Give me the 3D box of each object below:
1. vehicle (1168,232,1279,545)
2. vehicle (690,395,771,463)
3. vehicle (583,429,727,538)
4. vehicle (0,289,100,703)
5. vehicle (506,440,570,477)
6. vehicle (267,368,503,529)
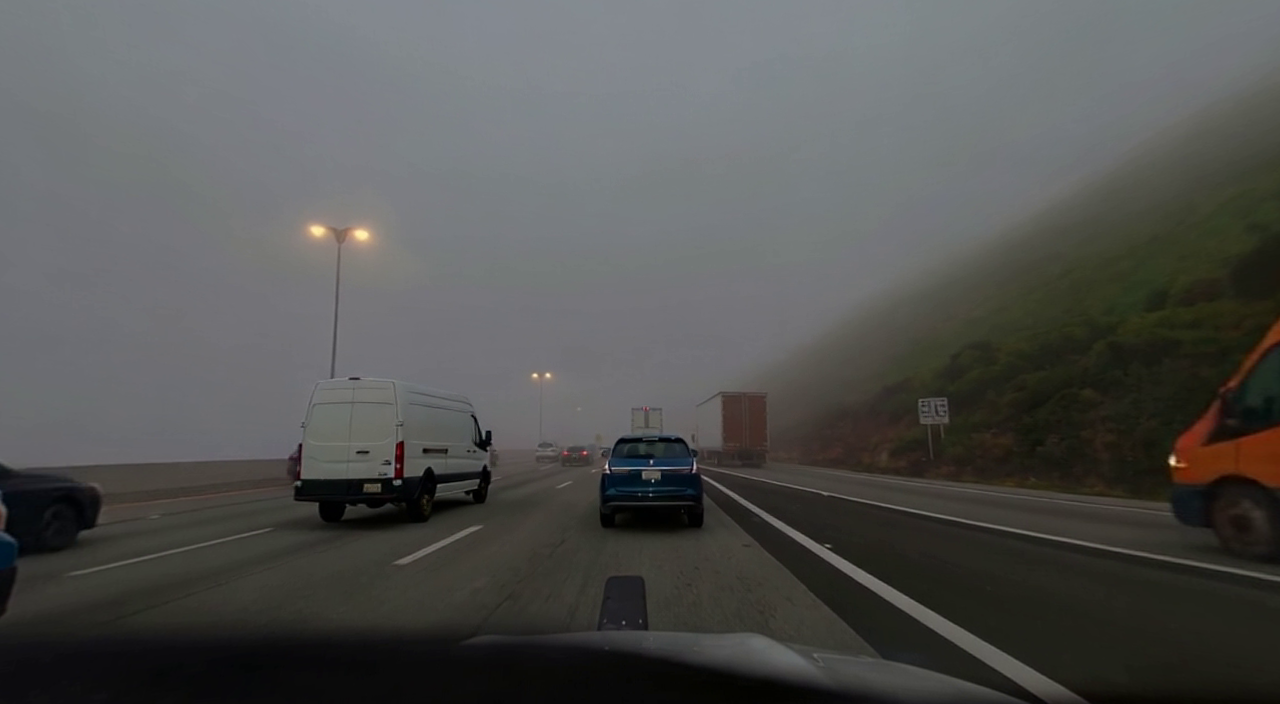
[{"bbox_3d":[11.132,-0.106,4.299,2.977,3.878,11.111,3,-9,-23],"label":"vehicle"},{"bbox_3d":[6.334,6.038,47.807,2.989,4.277,16.586,0,-8,-3],"label":"vehicle"},{"bbox_3d":[0.166,2.128,10.834,2.003,1.499,3.930,0,-8,-1],"label":"vehicle"},{"bbox_3d":[-4.283,0.415,0.877,2.195,2.086,5.445,0,-8,0],"label":"vehicle"},{"bbox_3d":[-4.422,4.679,28.004,2.007,1.457,4.447,0,-8,1],"label":"vehicle"},{"bbox_3d":[-4.647,1.933,12.867,2.300,2.522,5.701,0,-8,1],"label":"vehicle"}]
